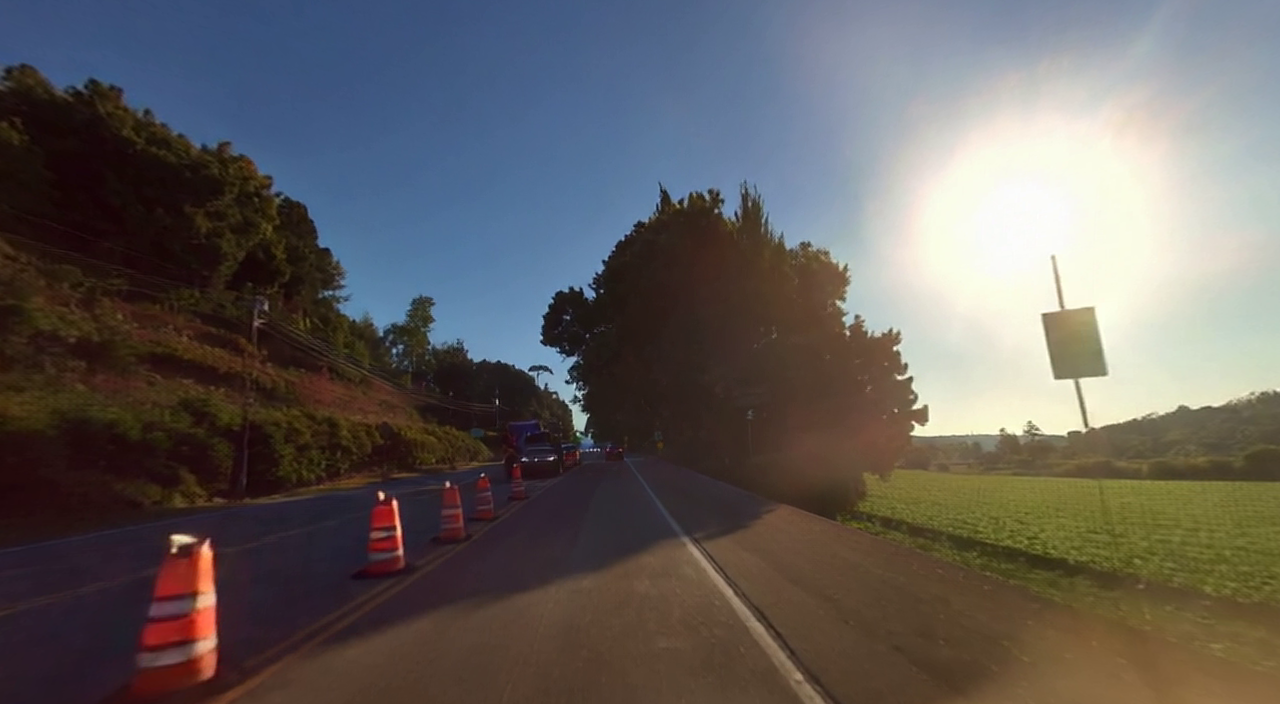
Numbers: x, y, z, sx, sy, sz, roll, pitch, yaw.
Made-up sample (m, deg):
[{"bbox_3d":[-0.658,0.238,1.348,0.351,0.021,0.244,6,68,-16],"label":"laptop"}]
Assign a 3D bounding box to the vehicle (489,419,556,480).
[{"bbox_3d":[-5.164,4.349,28.399,2.380,2.488,4.028,0,-8,-3],"label":"vehicle"}]
